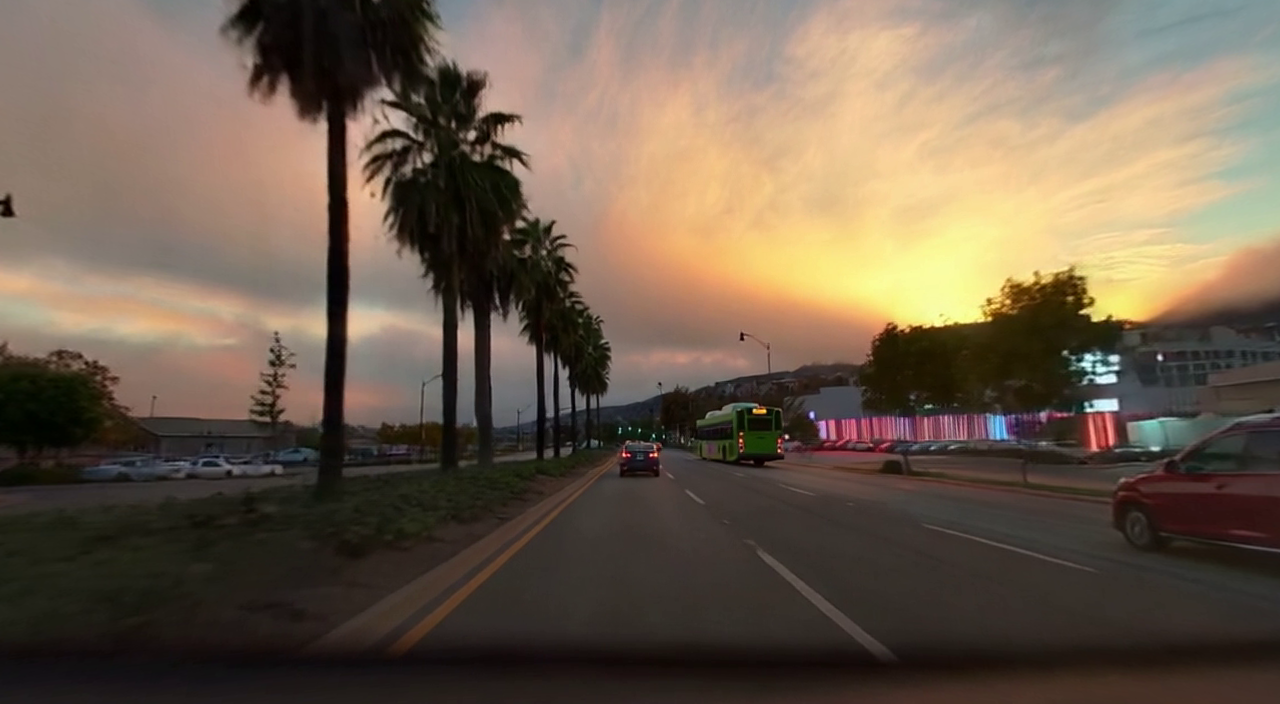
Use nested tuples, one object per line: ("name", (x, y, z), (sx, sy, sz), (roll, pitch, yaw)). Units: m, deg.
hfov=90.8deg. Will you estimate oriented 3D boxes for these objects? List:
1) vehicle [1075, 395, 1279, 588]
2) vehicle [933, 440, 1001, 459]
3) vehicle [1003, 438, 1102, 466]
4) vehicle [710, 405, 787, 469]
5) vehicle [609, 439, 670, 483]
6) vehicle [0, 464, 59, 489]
("vehicle", (6.611, 1.288, 5.949), (2.031, 1.670, 4.154), (0, -9, 0))
("vehicle", (25.748, 7.667, 49.793), (4.319, 1.444, 1.888), (0, -9, -2))
("vehicle", (23.023, 5.619, 35.386), (4.229, 1.428, 1.883), (1, -9, 0))
("vehicle", (6.255, 5.225, 38.186), (2.795, 3.383, 9.287), (0, -9, -1))
("vehicle", (-0.065, 4.052, 23.789), (2.065, 1.477, 4.306), (0, -9, -1))
("vehicle", (-44.524, 8.830, 44.894), (1.821, 1.562, 4.375), (-2, -9, 12))
